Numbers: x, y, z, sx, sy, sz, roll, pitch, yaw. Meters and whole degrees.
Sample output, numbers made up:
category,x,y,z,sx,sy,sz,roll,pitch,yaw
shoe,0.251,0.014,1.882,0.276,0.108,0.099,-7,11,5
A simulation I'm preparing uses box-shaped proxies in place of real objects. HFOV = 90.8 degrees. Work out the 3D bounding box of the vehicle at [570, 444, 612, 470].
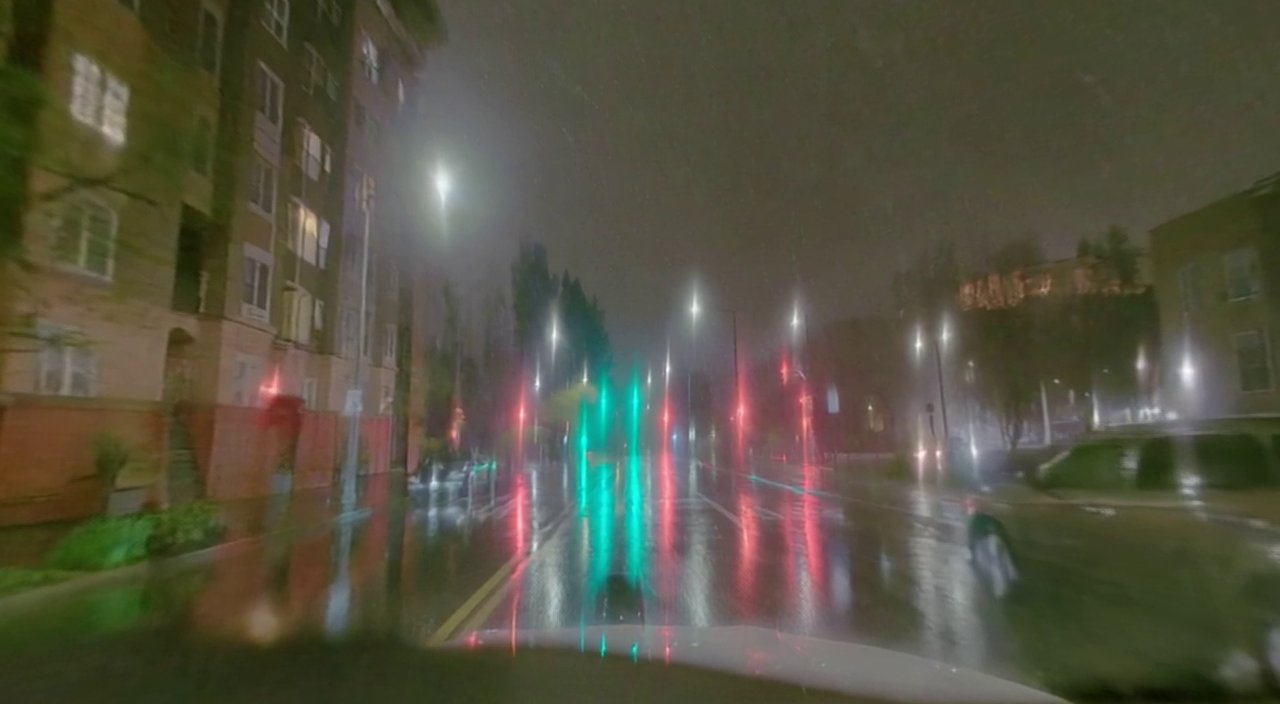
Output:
category,x,y,z,sx,sy,sz,roll,pitch,yaw
vehicle,-2.753,6.044,36.641,2.029,1.438,4.313,0,-8,1

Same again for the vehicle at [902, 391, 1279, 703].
category,x,y,z,sx,sy,sz,roll,pitch,yaw
vehicle,4.015,1.231,4.403,2.082,1.662,4.753,0,-8,-4

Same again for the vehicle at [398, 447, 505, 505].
category,x,y,z,sx,sy,sz,roll,pitch,yaw
vehicle,-5.783,3.811,19.972,1.947,1.473,4.397,-4,-8,1
